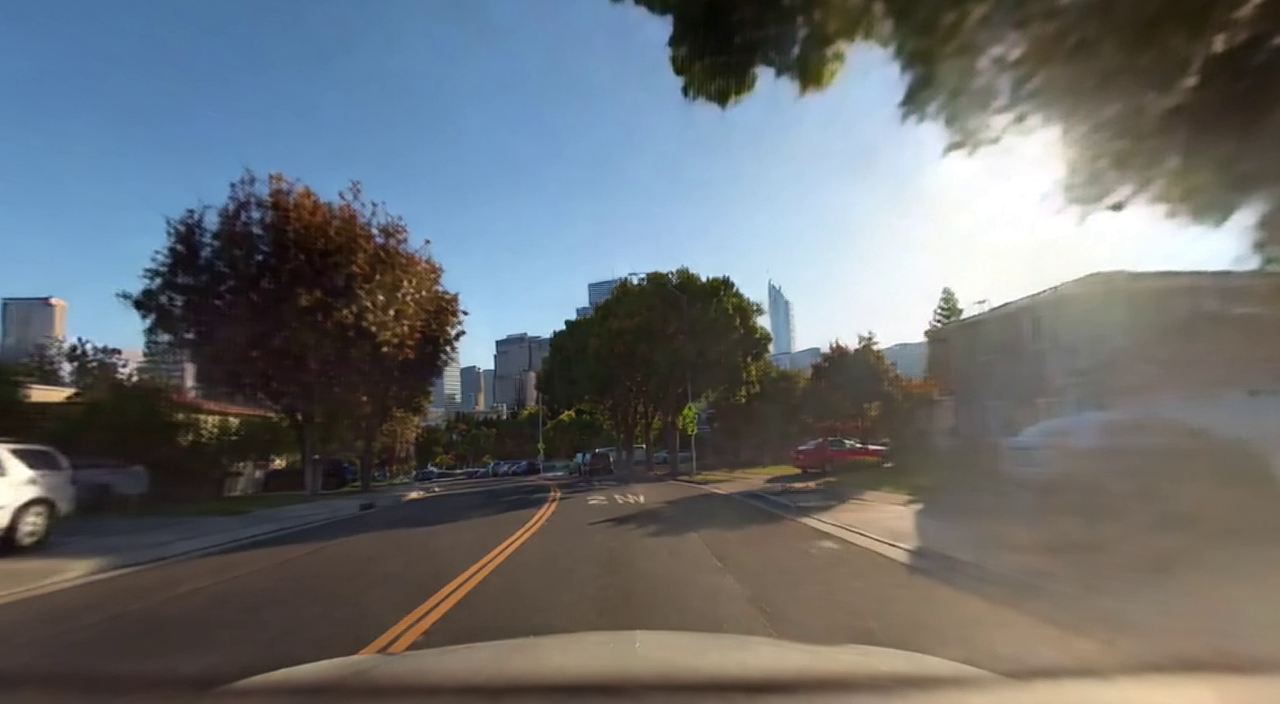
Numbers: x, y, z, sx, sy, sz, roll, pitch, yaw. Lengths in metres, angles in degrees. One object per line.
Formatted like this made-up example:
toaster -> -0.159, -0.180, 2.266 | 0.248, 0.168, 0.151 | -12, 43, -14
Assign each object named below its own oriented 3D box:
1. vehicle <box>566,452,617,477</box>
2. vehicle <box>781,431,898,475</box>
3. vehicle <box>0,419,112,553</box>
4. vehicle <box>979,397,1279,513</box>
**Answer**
vehicle -> -3.375, 7.511, 42.545 | 2.181, 1.494, 5.023 | 2, -9, -19
vehicle -> 8.357, 4.237, 26.547 | 4.284, 1.522, 1.893 | -1, -8, -18
vehicle -> -10.160, 1.871, 8.616 | 2.073, 1.899, 4.869 | 0, -8, -7
vehicle -> 9.364, 1.783, 11.383 | 5.751, 1.733, 2.138 | 2, -9, -16
